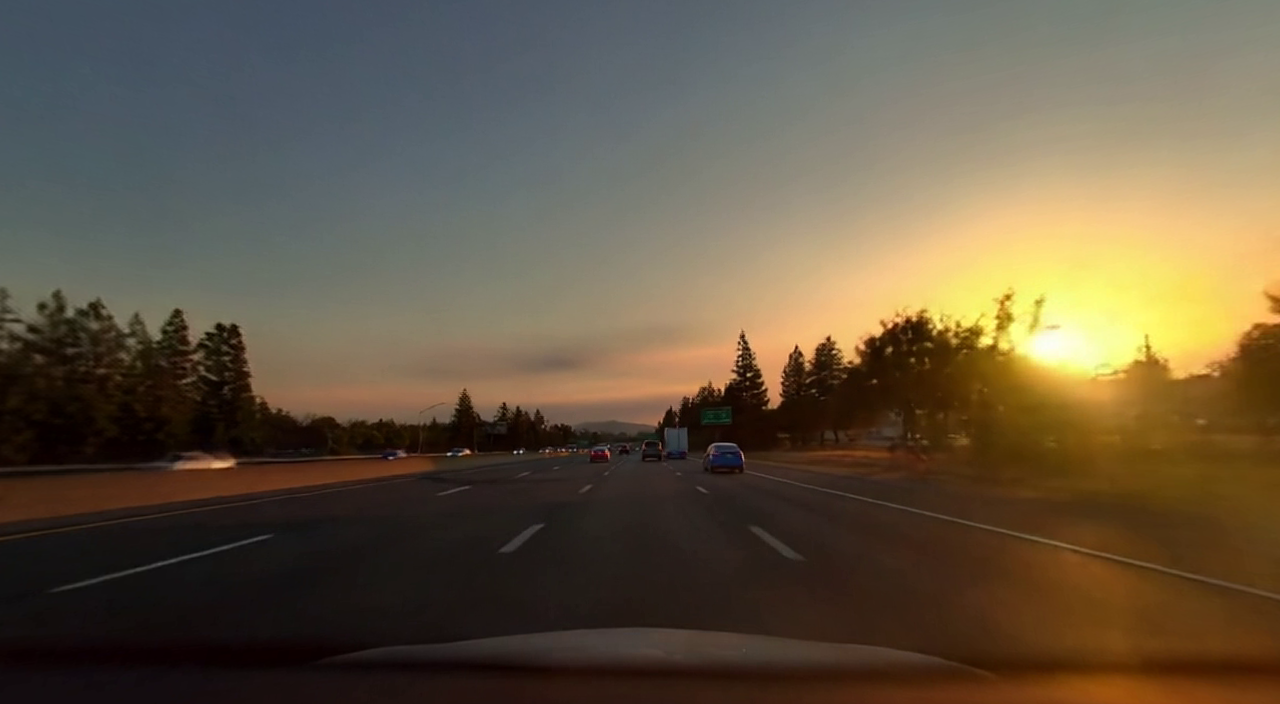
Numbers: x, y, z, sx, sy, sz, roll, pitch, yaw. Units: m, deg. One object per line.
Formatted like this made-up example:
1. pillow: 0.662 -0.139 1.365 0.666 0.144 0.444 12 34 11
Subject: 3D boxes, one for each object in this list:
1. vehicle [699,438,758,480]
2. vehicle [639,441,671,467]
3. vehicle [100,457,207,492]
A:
1. vehicle: 3.920 4.849 28.722 2.082 1.720 4.393 0 -9 0
2. vehicle: 1.050 7.507 46.487 2.205 1.785 4.423 0 -9 0
3. vehicle: -25.287 6.334 32.959 1.917 1.632 4.412 0 -9 1
